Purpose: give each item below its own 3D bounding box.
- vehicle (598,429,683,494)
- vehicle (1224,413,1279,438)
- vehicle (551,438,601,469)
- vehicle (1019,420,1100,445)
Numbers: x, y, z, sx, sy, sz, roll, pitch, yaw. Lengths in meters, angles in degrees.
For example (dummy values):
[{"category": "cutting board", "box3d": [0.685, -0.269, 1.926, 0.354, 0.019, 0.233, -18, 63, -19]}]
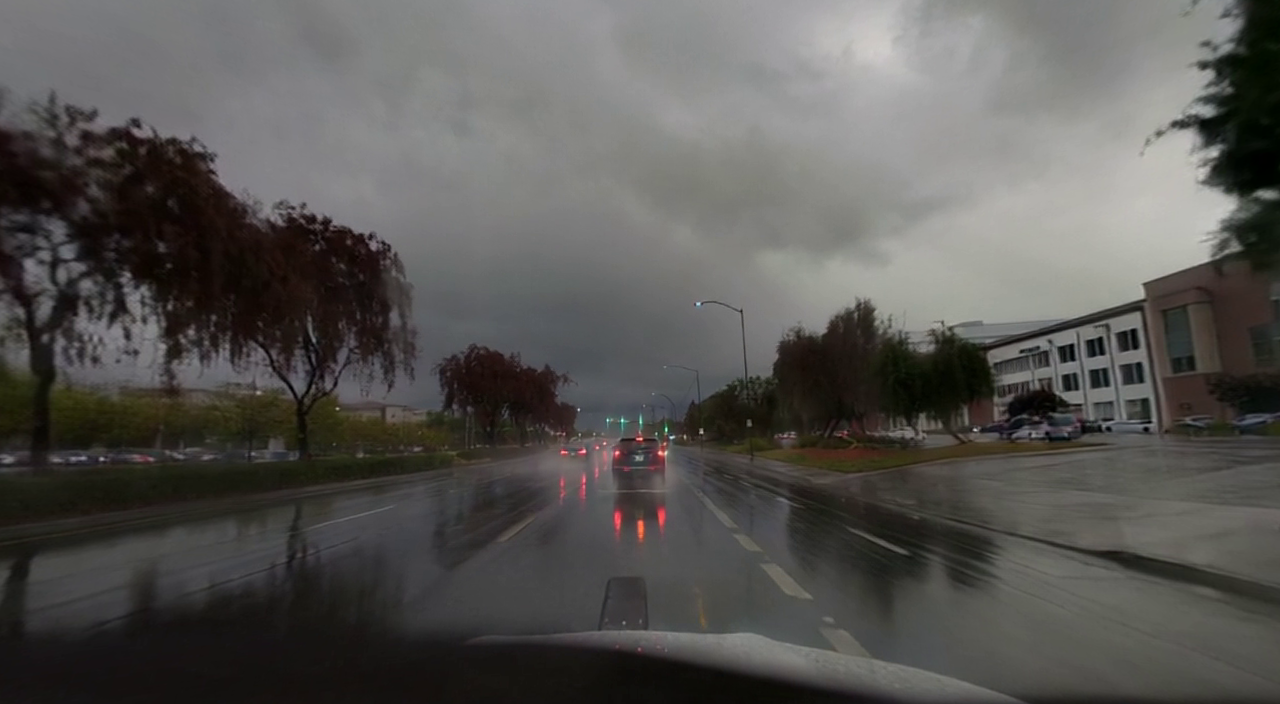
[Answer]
[{"category": "vehicle", "box3d": [0.023, 3.129, 18.344, 2.199, 1.652, 4.101, 0, -8, 0]}, {"category": "vehicle", "box3d": [45.077, 5.197, 44.760, 4.851, 1.673, 1.912, -5, -10, 30]}, {"category": "vehicle", "box3d": [-3.269, 5.344, 33.382, 1.942, 1.462, 4.905, -1, -8, 2]}, {"category": "vehicle", "box3d": [31.865, 6.163, 48.120, 4.903, 1.767, 2.105, -5, -10, 31]}]
